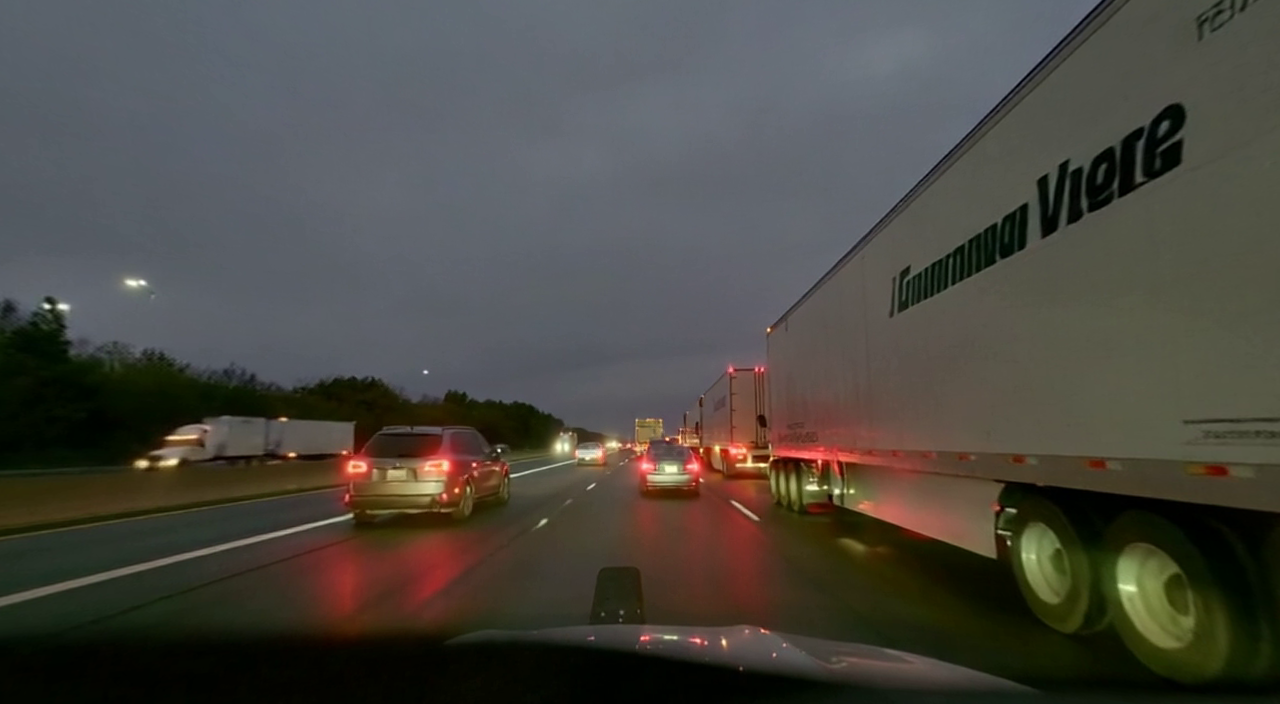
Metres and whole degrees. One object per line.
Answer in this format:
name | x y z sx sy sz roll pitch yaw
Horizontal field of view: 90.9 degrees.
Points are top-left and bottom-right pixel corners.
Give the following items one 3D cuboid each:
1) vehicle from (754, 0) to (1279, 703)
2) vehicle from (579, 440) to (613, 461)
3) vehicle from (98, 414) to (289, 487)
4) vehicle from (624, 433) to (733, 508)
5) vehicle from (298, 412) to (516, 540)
vehicle | 4.532 0.361 8.708 2.967 4.347 15.373 0 -8 0
vehicle | -3.322 7.533 48.331 2.181 1.538 4.169 0 -8 2
vehicle | -18.221 4.067 26.518 2.563 2.628 7.235 0 -8 2
vehicle | 0.746 2.680 14.901 2.200 1.495 4.282 0 -8 -1
vehicle | -3.645 2.012 10.954 2.006 1.729 4.447 0 -8 1
